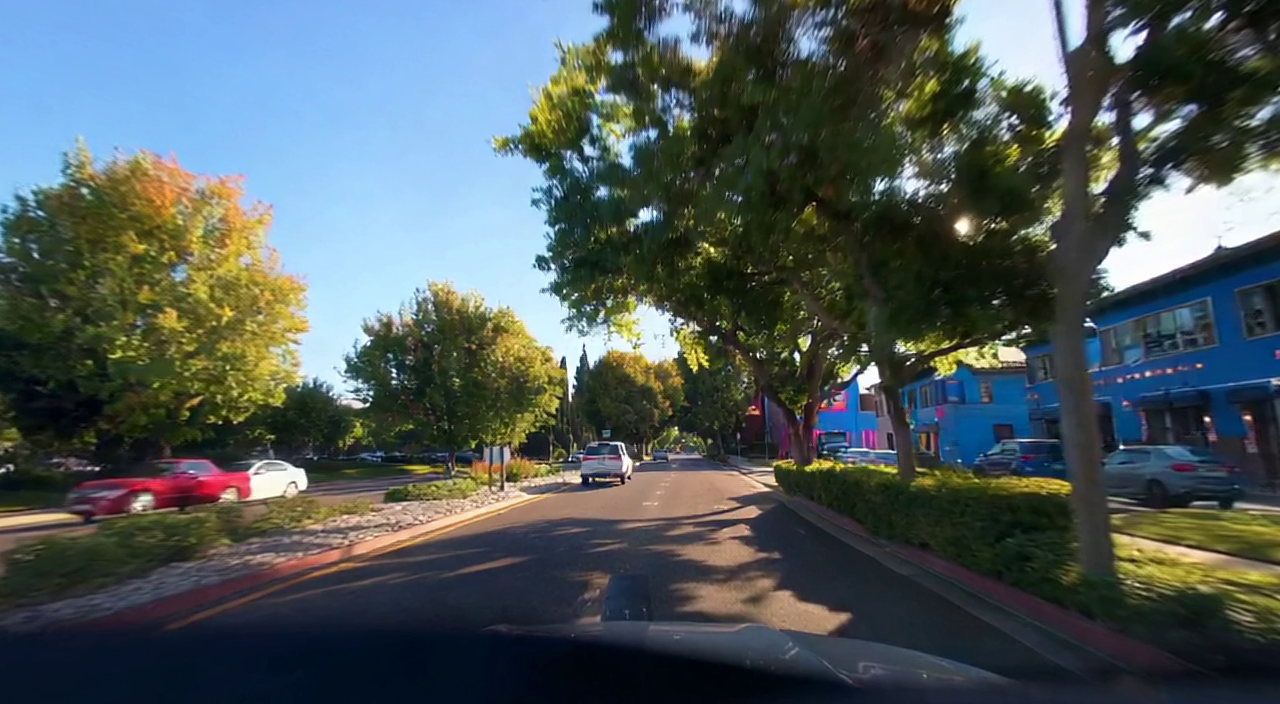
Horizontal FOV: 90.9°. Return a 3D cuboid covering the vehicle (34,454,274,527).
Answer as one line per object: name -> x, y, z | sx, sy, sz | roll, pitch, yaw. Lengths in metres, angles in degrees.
vehicle -> -15.336, 4.338, 20.605 | 2.324, 1.866, 6.095 | -1, -8, 10

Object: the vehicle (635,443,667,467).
vehicle -> 0.900, 7.866, 48.348 | 2.166, 1.769, 4.162 | -1, -8, 5

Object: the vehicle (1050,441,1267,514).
vehicle -> 12.034, 2.884, 15.088 | 1.843, 1.456, 4.220 | -1, -8, 5

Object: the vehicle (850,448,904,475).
vehicle -> 14.123, 6.534, 37.832 | 1.852, 1.457, 4.351 | 0, -9, 4

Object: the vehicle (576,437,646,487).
vehicle -> -0.978, 4.121, 23.943 | 2.129, 1.713, 4.314 | 0, -8, 4

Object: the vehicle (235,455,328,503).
vehicle -> -14.487, 5.107, 25.612 | 1.712, 1.753, 2.869 | -1, -9, 11

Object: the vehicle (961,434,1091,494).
vehicle -> 12.475, 3.614, 20.756 | 1.887, 1.722, 4.285 | -1, -8, 6
